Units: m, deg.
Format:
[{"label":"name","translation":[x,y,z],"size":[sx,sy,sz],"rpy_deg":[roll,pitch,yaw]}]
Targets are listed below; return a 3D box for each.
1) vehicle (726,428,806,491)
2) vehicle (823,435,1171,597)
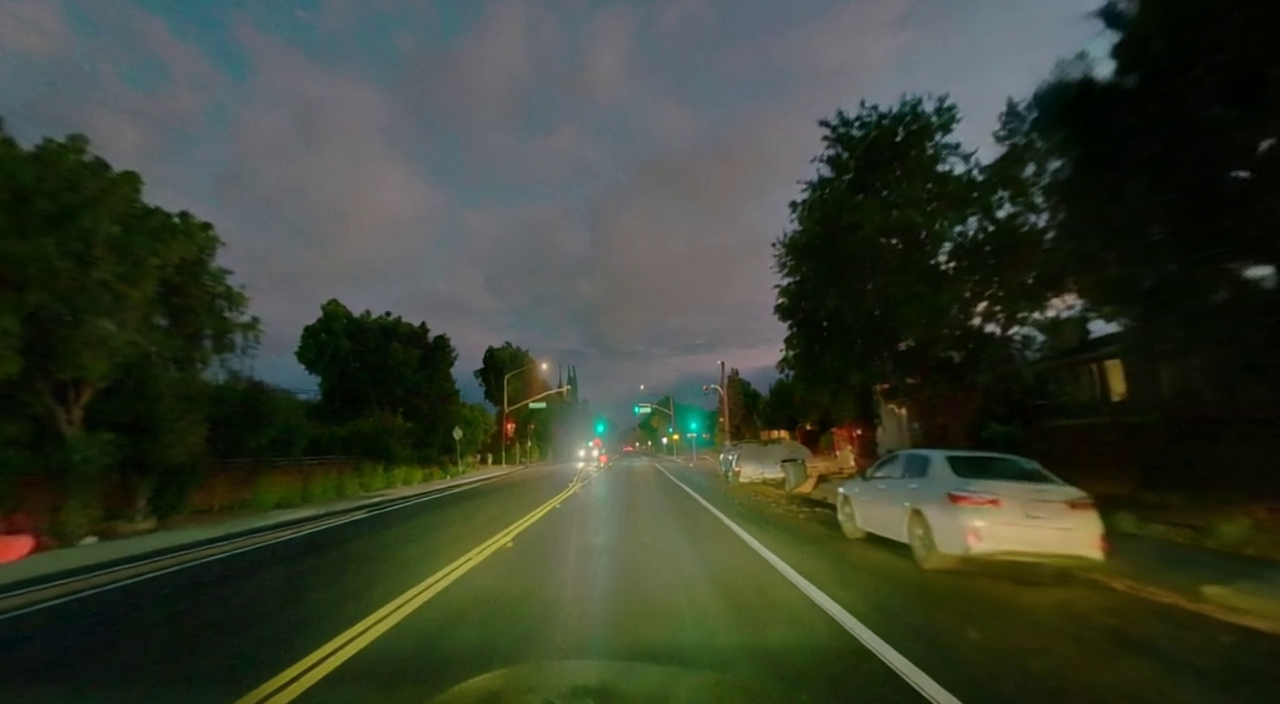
[{"label":"vehicle","translation":[4.205,3.661,21.709],"size":[2.241,1.935,3.270],"rpy_deg":[-1,-9,4]},{"label":"vehicle","translation":[3.897,1.843,8.054],"size":[1.870,1.441,4.539],"rpy_deg":[-1,-9,2]}]
